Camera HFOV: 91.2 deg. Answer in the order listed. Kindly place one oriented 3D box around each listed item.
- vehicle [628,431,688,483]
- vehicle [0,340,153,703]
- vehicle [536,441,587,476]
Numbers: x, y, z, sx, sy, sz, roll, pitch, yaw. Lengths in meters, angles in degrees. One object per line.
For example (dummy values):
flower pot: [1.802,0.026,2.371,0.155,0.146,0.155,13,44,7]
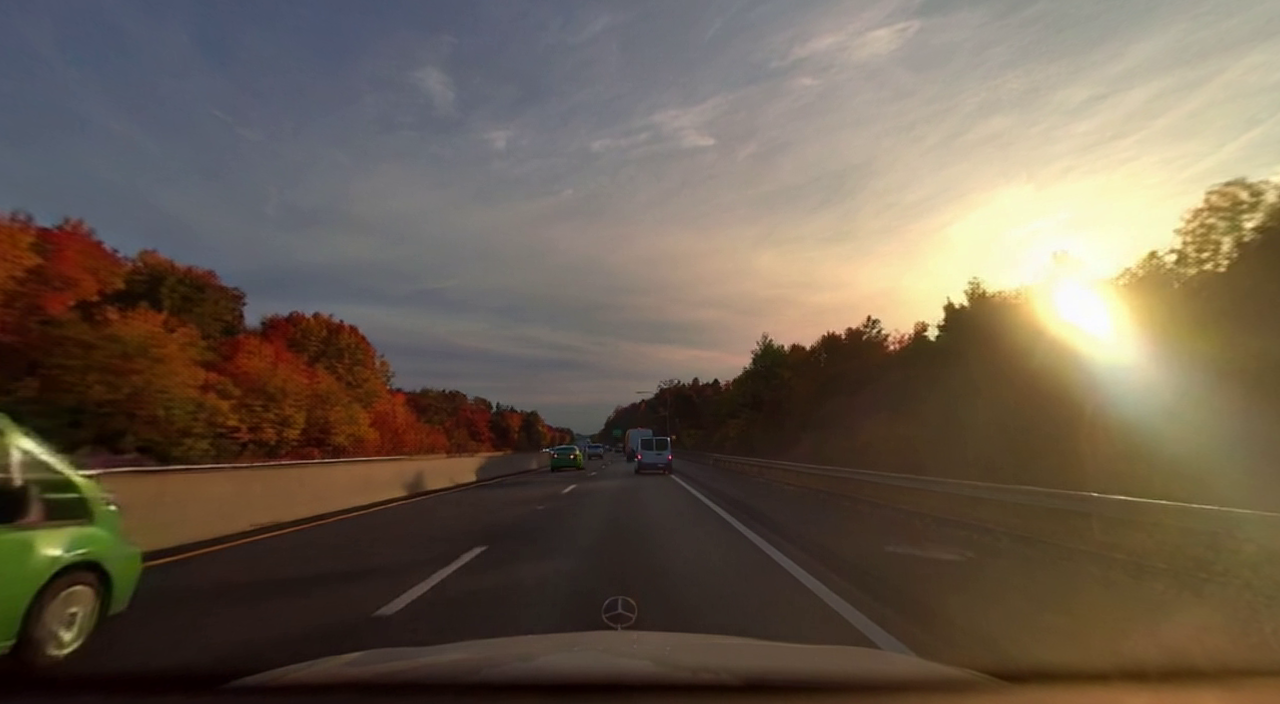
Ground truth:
vehicle: [0.609,4.262,25.587,2.179,1.930,4.538,0,-9,-2]
vehicle: [-4.095,0.673,1.918,2.021,1.790,3.907,0,-9,-1]
vehicle: [-3.992,5.504,32.601,2.088,1.688,4.365,0,-9,0]
